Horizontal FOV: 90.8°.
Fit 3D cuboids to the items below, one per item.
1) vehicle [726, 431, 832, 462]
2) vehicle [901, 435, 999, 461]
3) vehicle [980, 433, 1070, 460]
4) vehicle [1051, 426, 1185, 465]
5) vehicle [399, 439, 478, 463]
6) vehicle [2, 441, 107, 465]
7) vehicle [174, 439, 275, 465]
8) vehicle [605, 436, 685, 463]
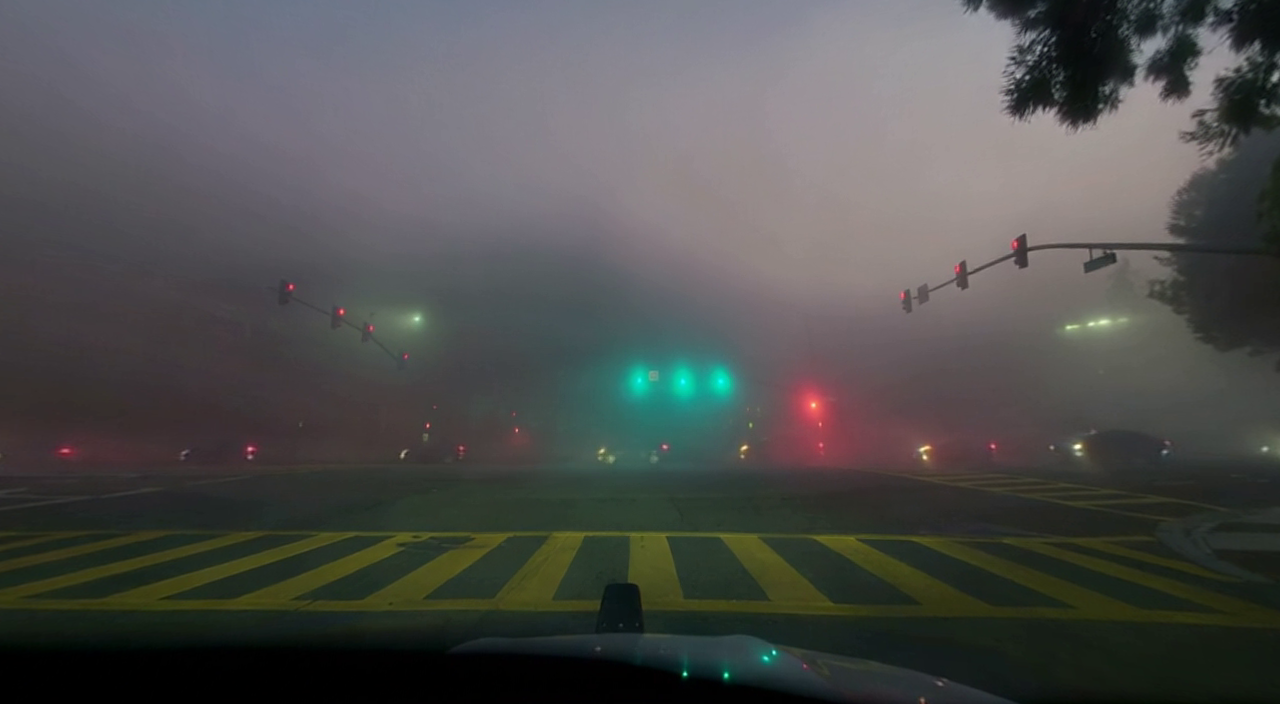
[{"bbox_3d":[8.707,5.981,40.027,6.133,1.833,2.155,0,-9,1],"label":"vehicle"},{"bbox_3d":[18.102,5.616,37.029,4.724,1.452,1.870,0,-9,1],"label":"vehicle"},{"bbox_3d":[24.674,6.079,40.584,4.488,1.667,1.869,0,-9,1],"label":"vehicle"},{"bbox_3d":[23.033,4.519,30.596,4.662,1.764,2.064,-1,-9,2],"label":"vehicle"},{"bbox_3d":[-12.818,6.346,40.416,4.443,1.472,1.794,0,-9,0],"label":"vehicle"},{"bbox_3d":[-37.275,6.456,40.300,4.759,1.445,1.865,0,-9,-1],"label":"vehicle"},{"bbox_3d":[-24.080,5.820,36.684,4.631,1.435,1.715,0,-9,0],"label":"vehicle"},{"bbox_3d":[0.276,5.669,36.764,4.519,1.476,1.767,0,-9,0],"label":"vehicle"}]
